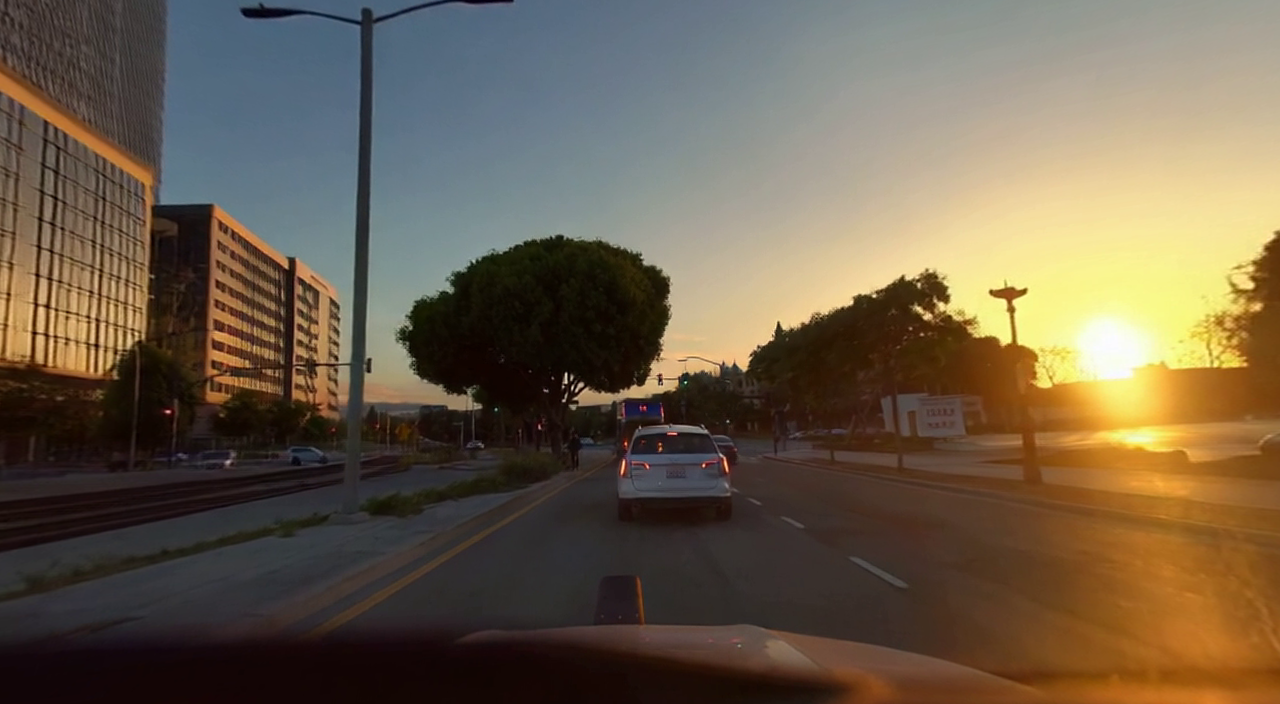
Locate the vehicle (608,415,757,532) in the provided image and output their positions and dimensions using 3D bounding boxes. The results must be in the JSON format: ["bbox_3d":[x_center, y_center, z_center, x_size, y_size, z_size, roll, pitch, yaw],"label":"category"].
[{"bbox_3d":[0.568,2.094,11.337,2.190,1.684,4.084,0,-9,-1],"label":"vehicle"}]

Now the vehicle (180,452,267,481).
[{"bbox_3d":[-23.223,6.365,35.371,1.900,1.465,4.781,0,-9,-4],"label":"vehicle"}]
